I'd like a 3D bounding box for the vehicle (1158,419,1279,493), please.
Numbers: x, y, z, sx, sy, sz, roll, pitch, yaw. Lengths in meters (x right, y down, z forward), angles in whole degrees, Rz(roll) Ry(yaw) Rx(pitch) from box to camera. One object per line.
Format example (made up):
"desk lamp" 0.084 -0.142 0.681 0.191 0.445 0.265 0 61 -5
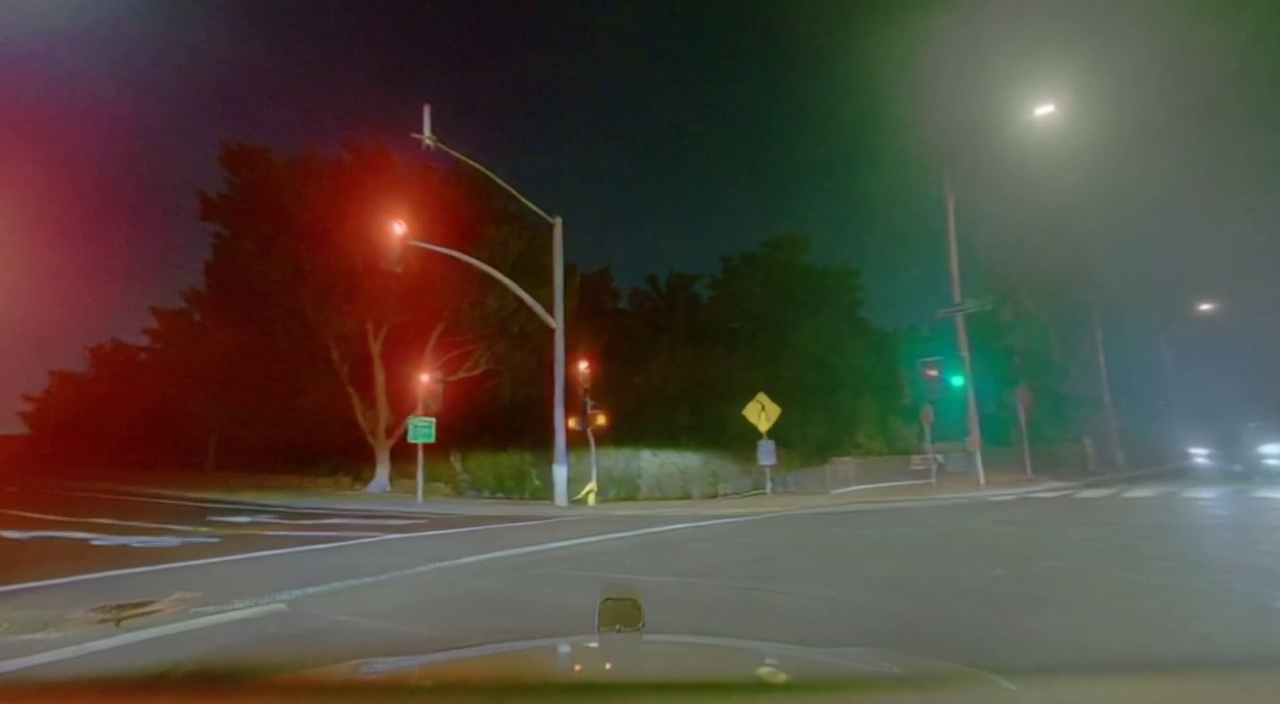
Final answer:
"vehicle" 14.201 2.414 14.836 4.293 1.504 2.029 6 -11 -38
